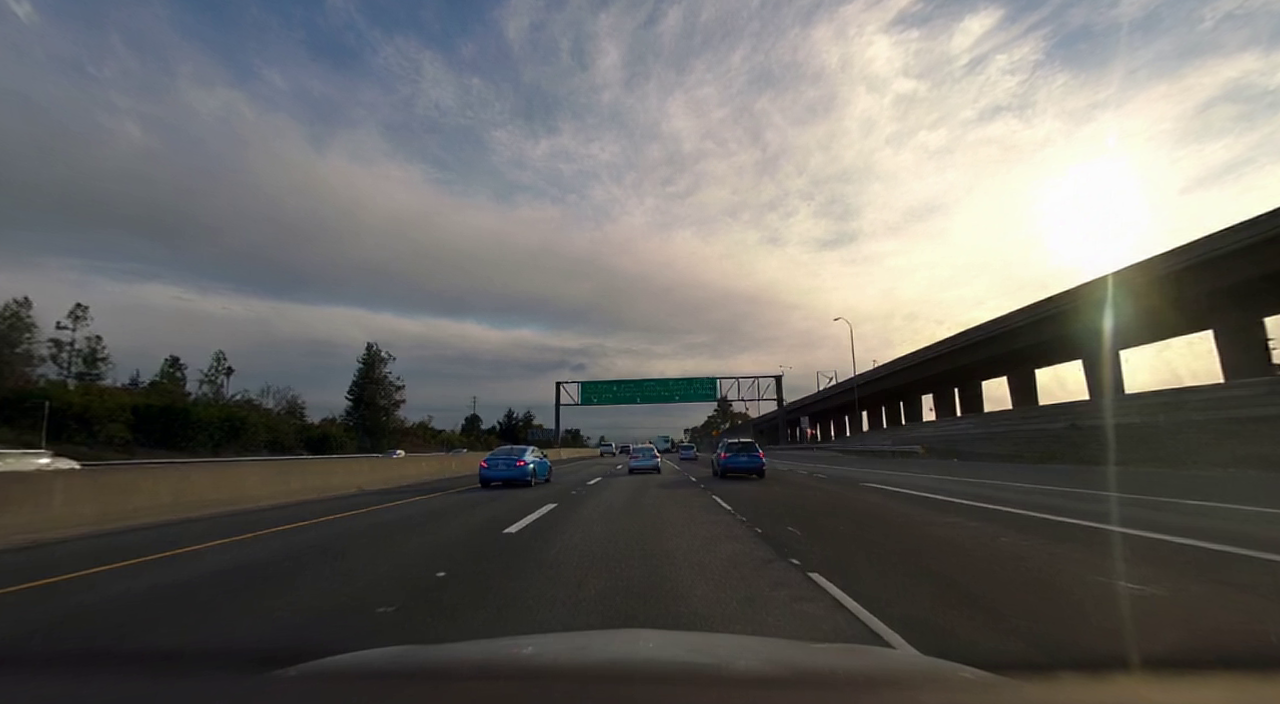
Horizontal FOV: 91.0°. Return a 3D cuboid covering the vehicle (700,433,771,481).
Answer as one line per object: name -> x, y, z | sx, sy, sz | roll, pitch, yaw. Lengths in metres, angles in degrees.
vehicle -> 3.769, 4.239, 25.606 | 2.202, 1.748, 4.158 | 0, -9, 0

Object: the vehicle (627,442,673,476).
vehicle -> 0.499, 5.175, 30.661 | 2.089, 1.493, 3.964 | 0, -8, 1

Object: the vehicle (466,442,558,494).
vehicle -> -3.993, 3.681, 20.355 | 2.031, 1.491, 4.145 | 0, -9, 1
